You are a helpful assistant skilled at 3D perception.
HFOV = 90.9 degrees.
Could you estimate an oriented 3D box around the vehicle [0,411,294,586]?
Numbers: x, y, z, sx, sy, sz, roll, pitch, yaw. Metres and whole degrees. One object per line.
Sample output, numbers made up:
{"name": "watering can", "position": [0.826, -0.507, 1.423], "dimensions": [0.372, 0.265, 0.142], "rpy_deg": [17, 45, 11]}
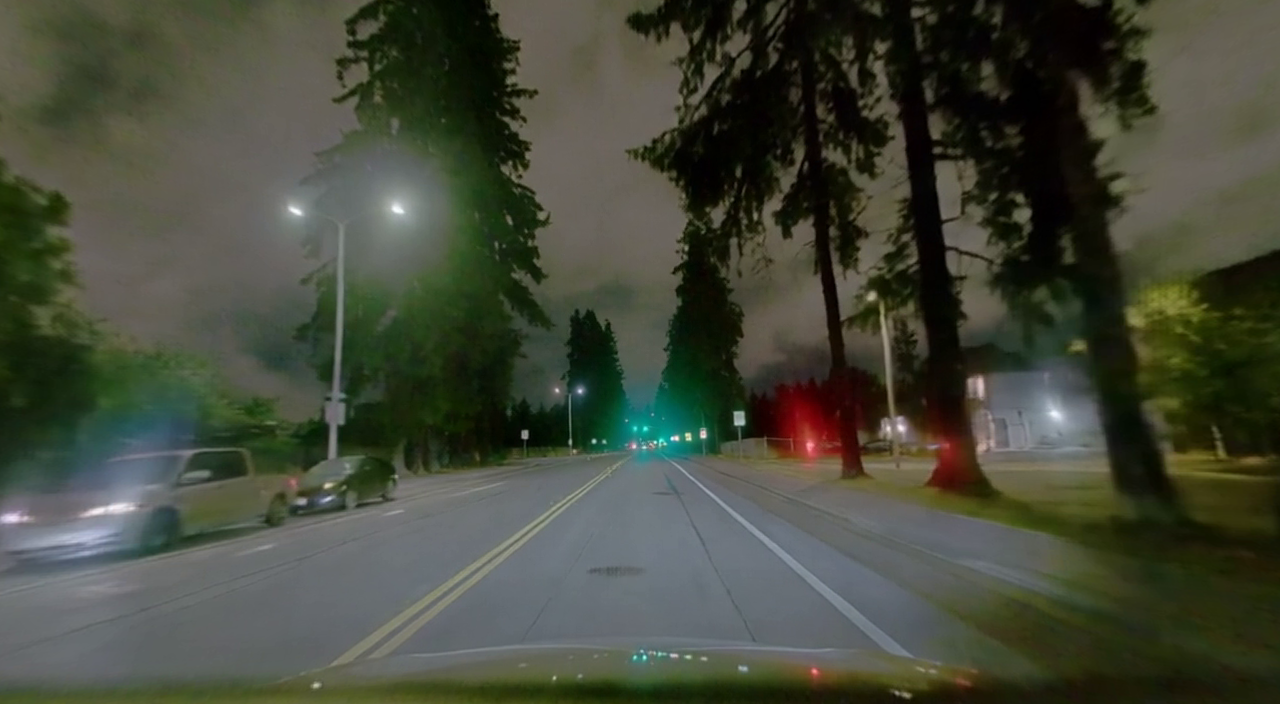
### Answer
{"name": "vehicle", "position": [-7.931, 2.074, 10.031], "dimensions": [2.138, 2.038, 4.717], "rpy_deg": [-4, -7, 2]}

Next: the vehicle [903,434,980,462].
{"name": "vehicle", "position": [20.392, 6.518, 42.789], "dimensions": [4.151, 1.730, 2.131], "rpy_deg": [0, -9, 5]}
